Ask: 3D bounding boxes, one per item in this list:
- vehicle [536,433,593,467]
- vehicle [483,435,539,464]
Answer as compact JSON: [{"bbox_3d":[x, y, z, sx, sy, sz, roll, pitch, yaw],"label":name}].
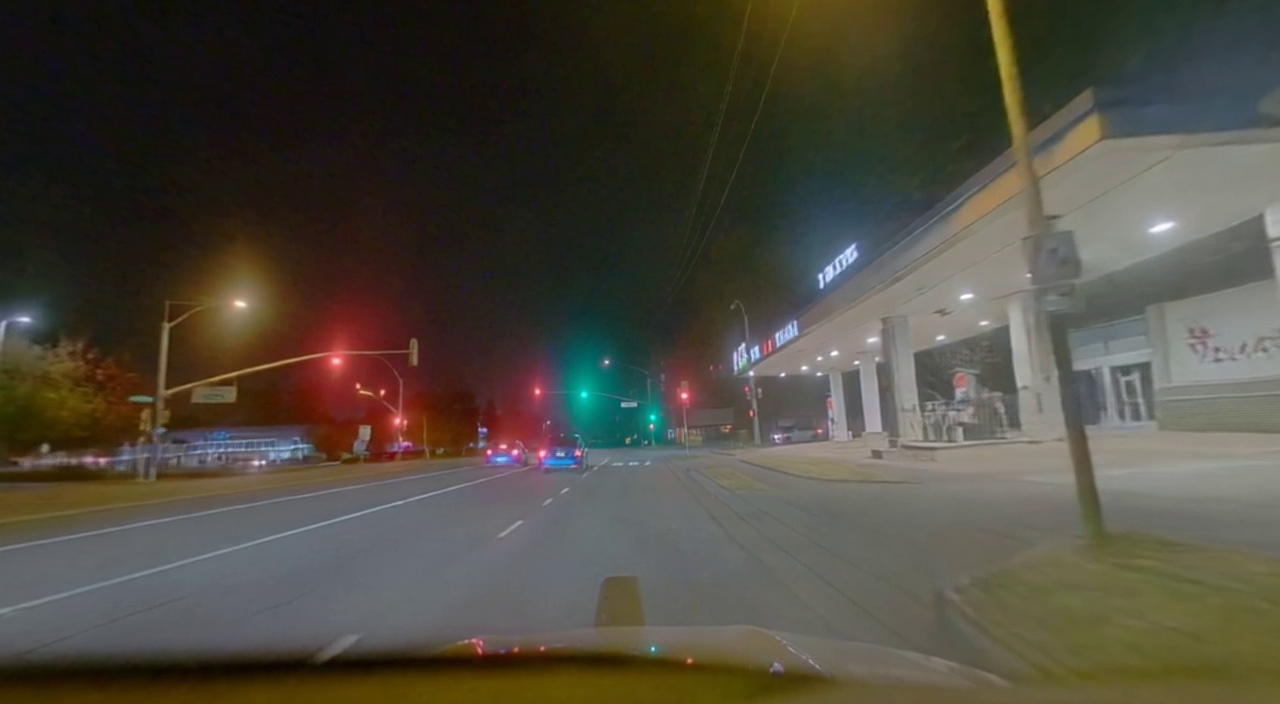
[{"bbox_3d":[-3.450,4.596,29.835,2.054,1.449,4.772,0,-8,1],"label":"vehicle"},{"bbox_3d":[-6.752,5.160,33.501,1.966,1.439,4.161,0,-8,2],"label":"vehicle"}]
